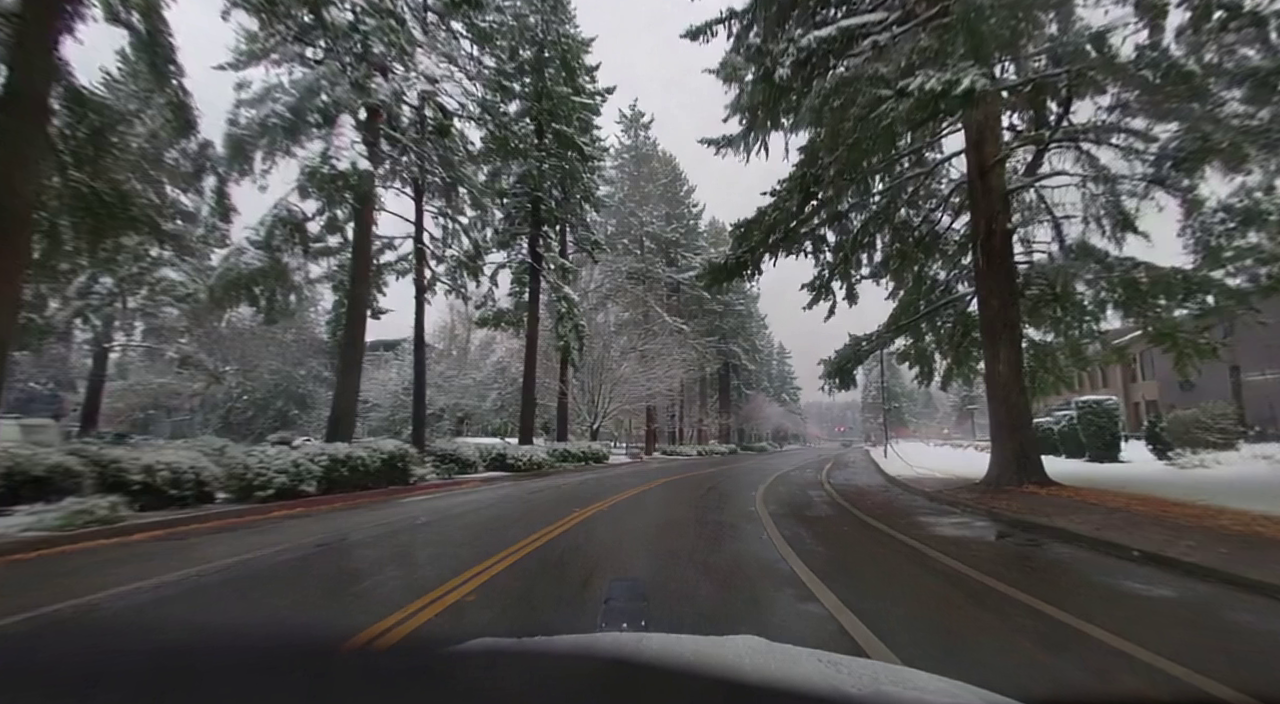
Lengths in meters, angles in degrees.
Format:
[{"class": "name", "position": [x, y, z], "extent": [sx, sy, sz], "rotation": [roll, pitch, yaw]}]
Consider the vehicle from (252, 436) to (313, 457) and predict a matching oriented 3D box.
[{"class": "vehicle", "position": [-25.879, 6.902, 45.734], "extent": [1.680, 1.413, 3.616], "rotation": [-4, -10, 16]}]
